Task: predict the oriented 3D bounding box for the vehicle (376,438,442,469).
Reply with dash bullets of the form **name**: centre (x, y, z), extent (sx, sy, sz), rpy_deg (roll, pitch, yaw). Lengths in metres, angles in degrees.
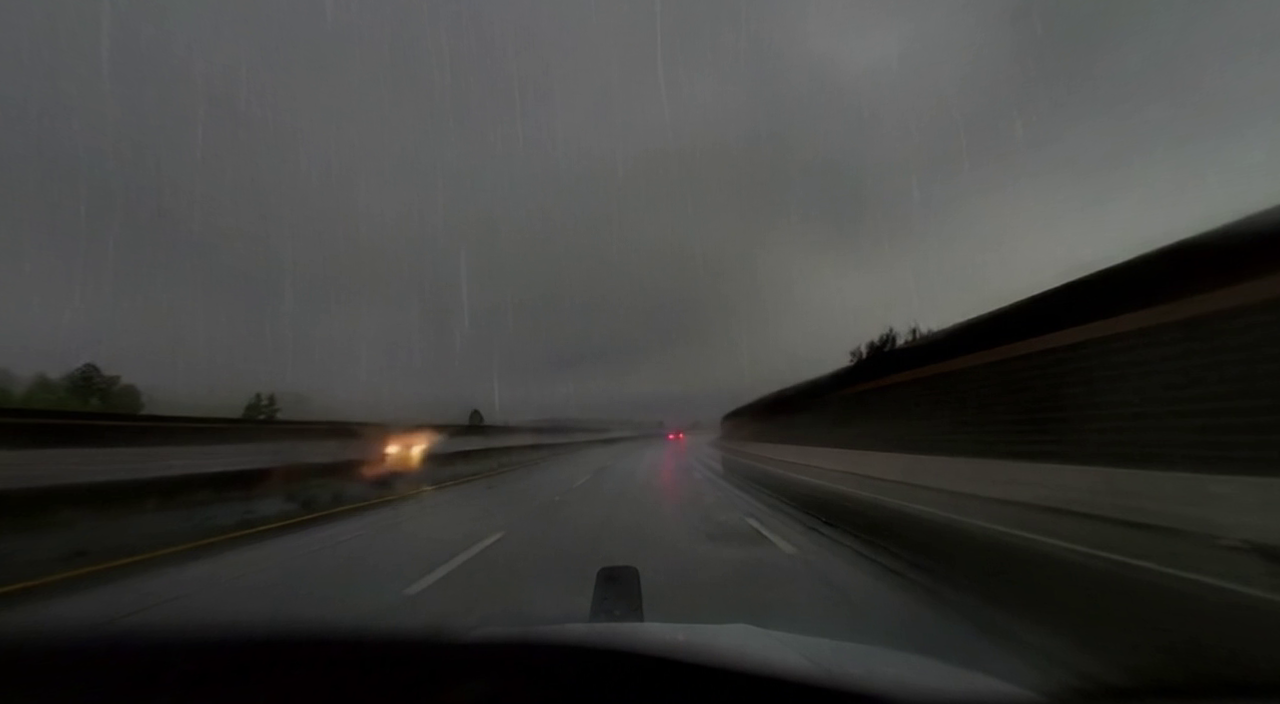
- **vehicle**: centre (-12.197, 5.372, 33.514), extent (1.814, 1.536, 4.239), rpy_deg (0, -8, 2)
